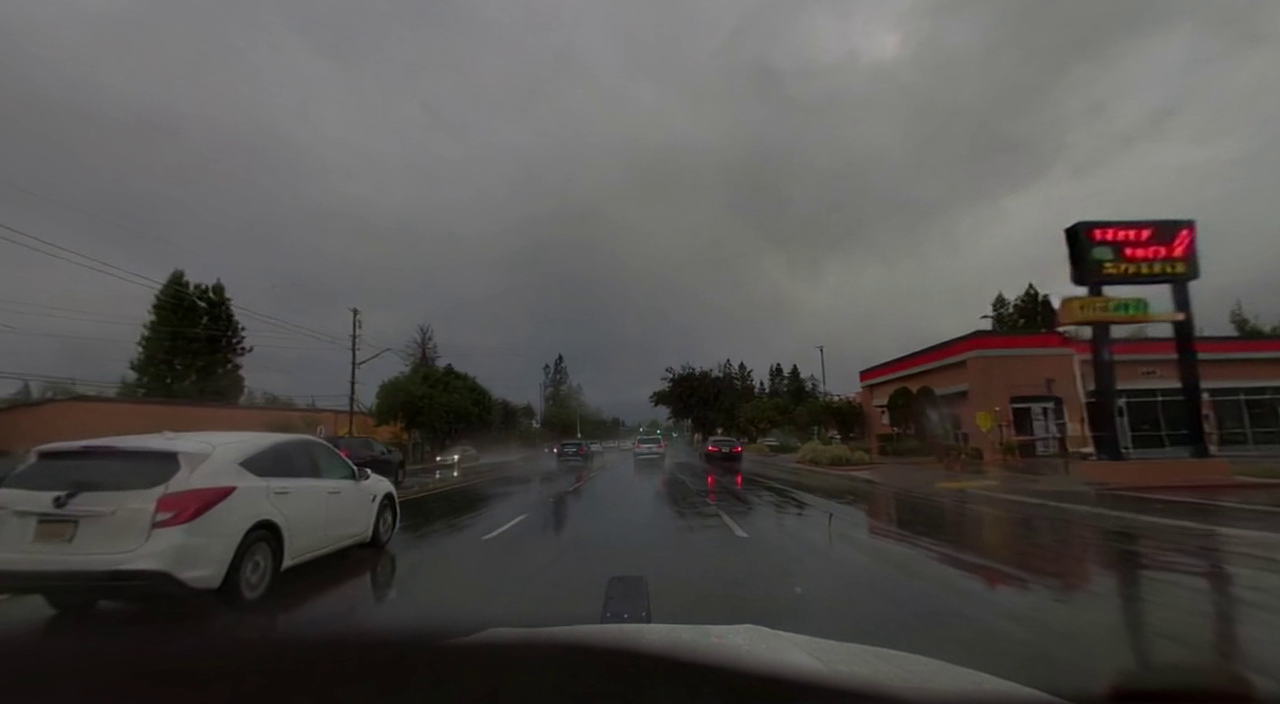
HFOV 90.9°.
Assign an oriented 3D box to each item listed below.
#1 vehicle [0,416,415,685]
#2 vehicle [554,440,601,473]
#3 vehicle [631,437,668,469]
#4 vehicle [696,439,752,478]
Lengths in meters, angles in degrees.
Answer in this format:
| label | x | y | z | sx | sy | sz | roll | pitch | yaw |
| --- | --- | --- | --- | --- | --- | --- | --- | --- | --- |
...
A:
| label | x | y | z | sx | sy | sz | roll | pitch | yaw |
| --- | --- | --- | --- | --- | --- | --- | --- | --- | --- |
| vehicle | -3.871 | 1.435 | 5.767 | 1.908 | 1.481 | 4.351 | 0 | -9 | 1 |
| vehicle | -3.349 | 5.679 | 34.482 | 2.026 | 1.665 | 4.193 | 0 | -9 | 2 |
| vehicle | 0.567 | 6.316 | 39.378 | 2.193 | 1.873 | 4.033 | 0 | -9 | 0 |
| vehicle | 3.619 | 4.658 | 27.753 | 1.922 | 1.579 | 3.642 | 0 | -9 | -1 |
